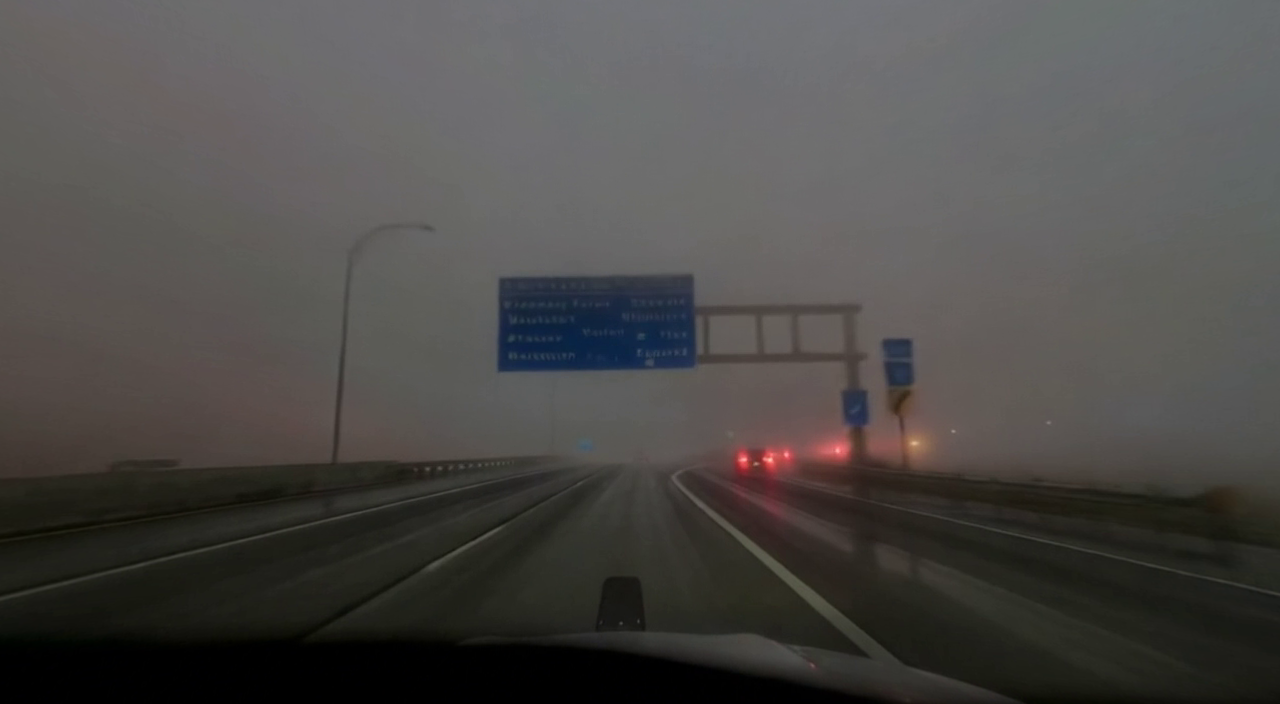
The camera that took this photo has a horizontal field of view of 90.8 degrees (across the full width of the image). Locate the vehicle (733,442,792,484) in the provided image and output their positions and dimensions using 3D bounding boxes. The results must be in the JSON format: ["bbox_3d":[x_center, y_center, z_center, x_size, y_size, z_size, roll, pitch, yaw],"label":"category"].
[{"bbox_3d":[5.511,5.018,28.904,2.133,1.746,4.511,-1,-9,5],"label":"vehicle"}]
